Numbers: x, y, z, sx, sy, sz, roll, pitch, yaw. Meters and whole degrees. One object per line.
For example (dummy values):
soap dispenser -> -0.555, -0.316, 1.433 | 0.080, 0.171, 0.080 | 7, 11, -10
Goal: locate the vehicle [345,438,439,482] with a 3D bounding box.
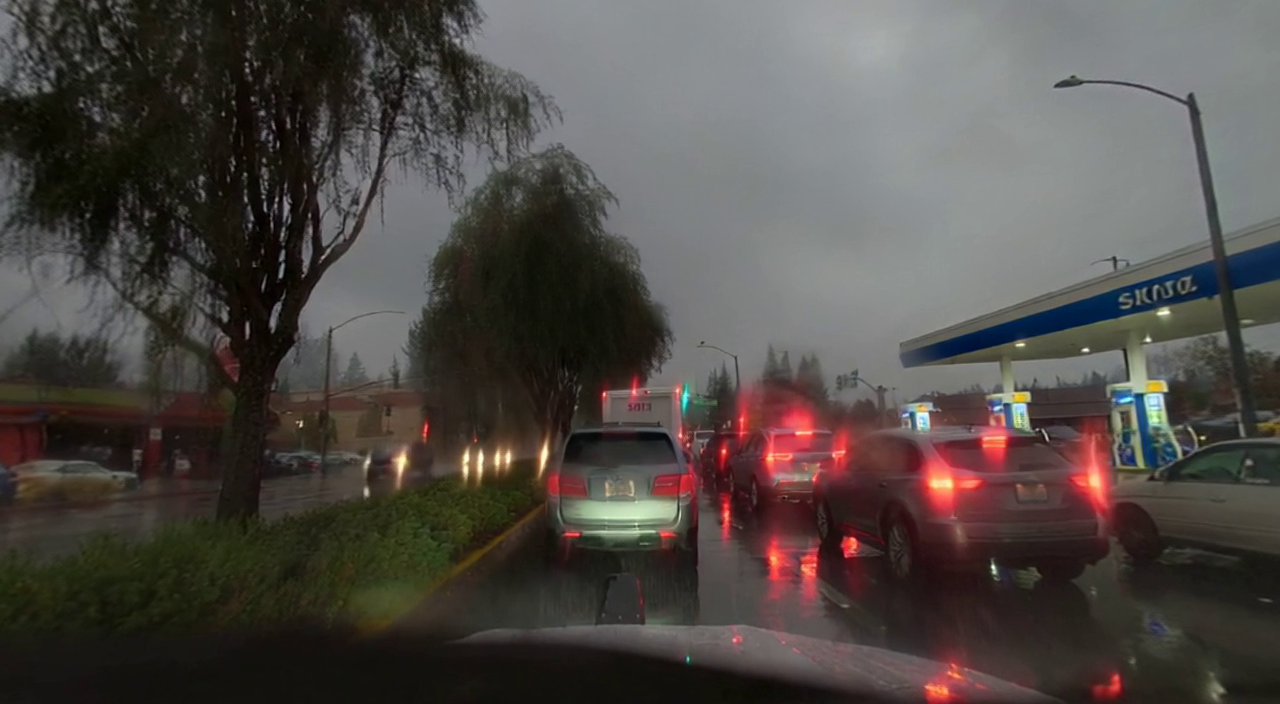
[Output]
vehicle -> -11.022, 4.835, 28.572 | 2.190, 1.778, 5.033 | 0, -9, 0

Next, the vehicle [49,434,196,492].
vehicle -> -26.943, 5.780, 33.305 | 2.571, 2.711, 6.027 | 0, -9, 0

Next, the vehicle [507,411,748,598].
vehicle -> -0.154, 1.615, 7.474 | 2.106, 1.613, 3.697 | 0, -9, -1

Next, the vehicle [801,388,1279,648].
vehicle -> 3.362, 1.424, 6.473 | 2.056, 1.700, 4.399 | 0, -9, -3
